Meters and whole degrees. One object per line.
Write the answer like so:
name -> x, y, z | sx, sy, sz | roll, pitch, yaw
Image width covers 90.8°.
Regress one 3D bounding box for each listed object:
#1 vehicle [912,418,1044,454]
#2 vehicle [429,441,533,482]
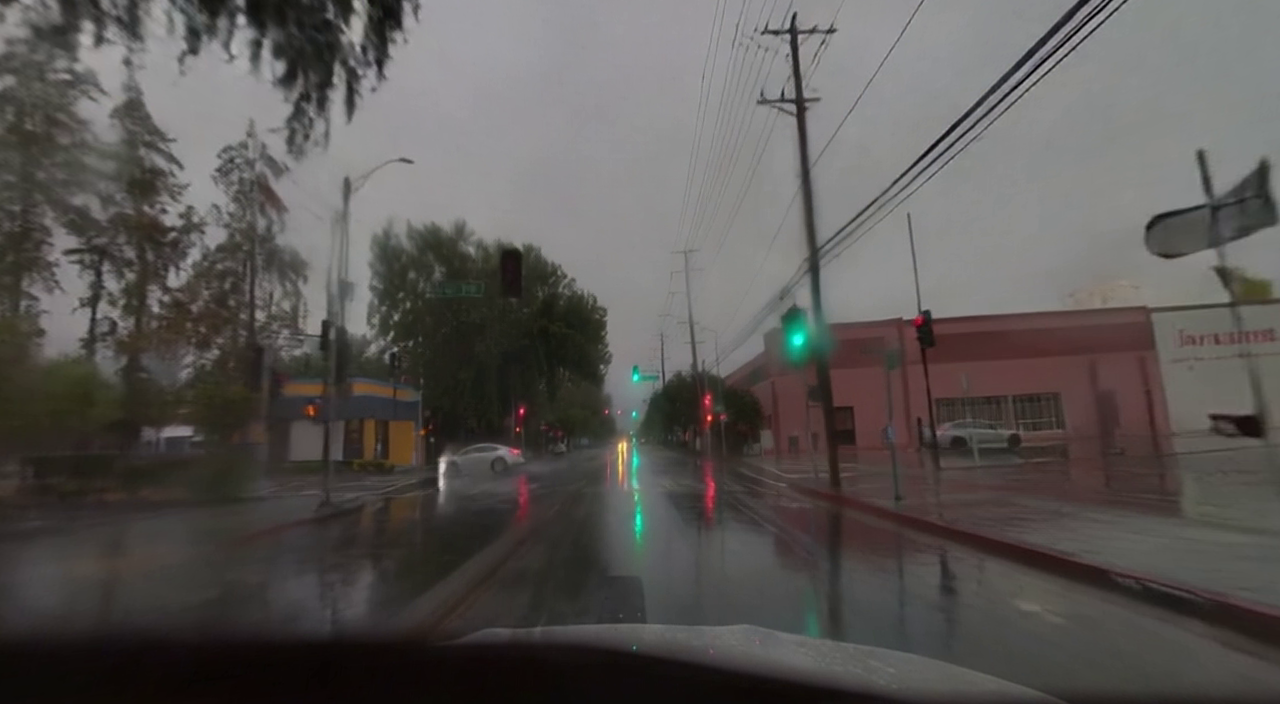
vehicle -> 14.598, 3.651, 27.470 | 4.632, 1.484, 1.907 | 0, -8, -1
vehicle -> -6.878, 4.612, 27.038 | 4.624, 1.478, 2.118 | -8, -7, 42
